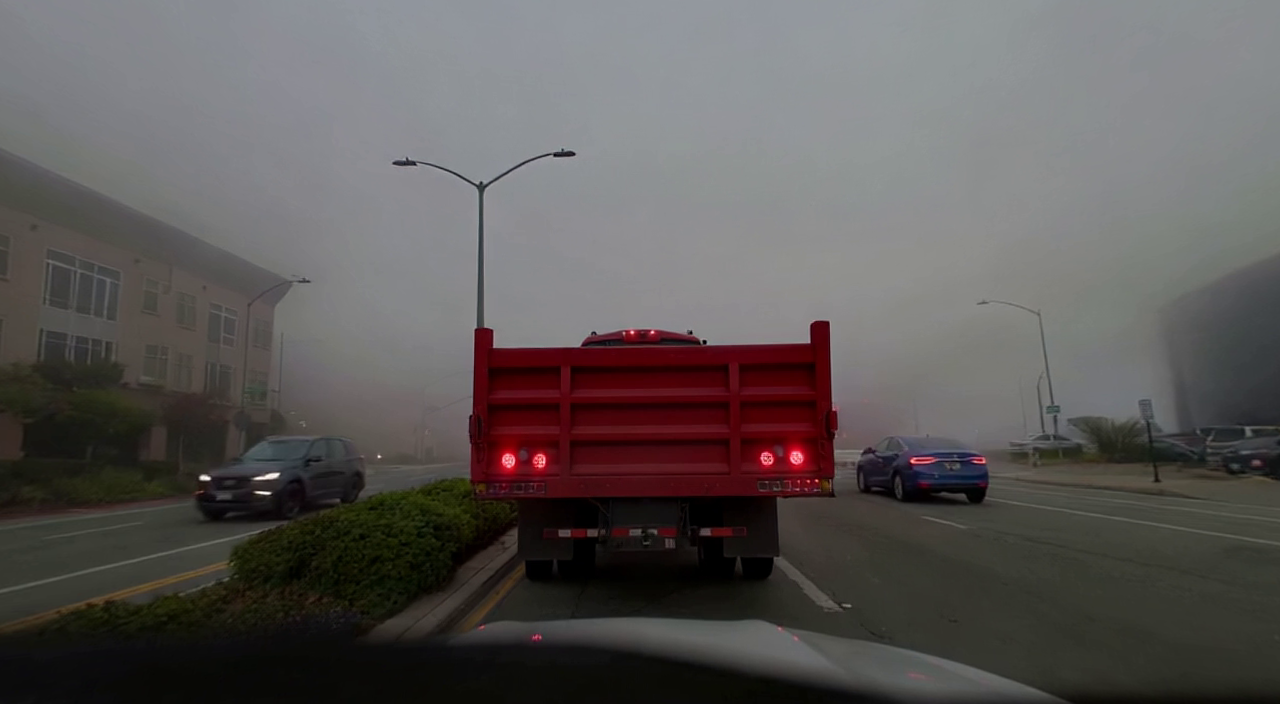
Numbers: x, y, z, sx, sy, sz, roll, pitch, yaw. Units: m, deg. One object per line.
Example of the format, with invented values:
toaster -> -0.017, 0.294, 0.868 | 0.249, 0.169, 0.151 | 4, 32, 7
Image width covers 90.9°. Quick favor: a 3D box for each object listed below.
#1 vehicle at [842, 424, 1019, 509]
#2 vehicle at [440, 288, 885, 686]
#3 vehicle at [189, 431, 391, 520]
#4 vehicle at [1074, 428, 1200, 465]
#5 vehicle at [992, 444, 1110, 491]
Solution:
vehicle -> 6.965, 2.800, 15.889 | 2.160, 1.772, 4.883 | -1, -8, 1
vehicle -> 0.273, 1.297, 7.396 | 2.650, 2.391, 7.008 | -1, -8, 3
vehicle -> -8.027, 2.849, 15.193 | 2.052, 1.772, 4.838 | -1, -8, 0
vehicle -> 23.112, 4.390, 29.435 | 4.171, 1.614, 1.894 | -1, -8, 1
vehicle -> 14.300, 4.009, 22.207 | 1.702, 1.475, 3.670 | -1, -8, 1
